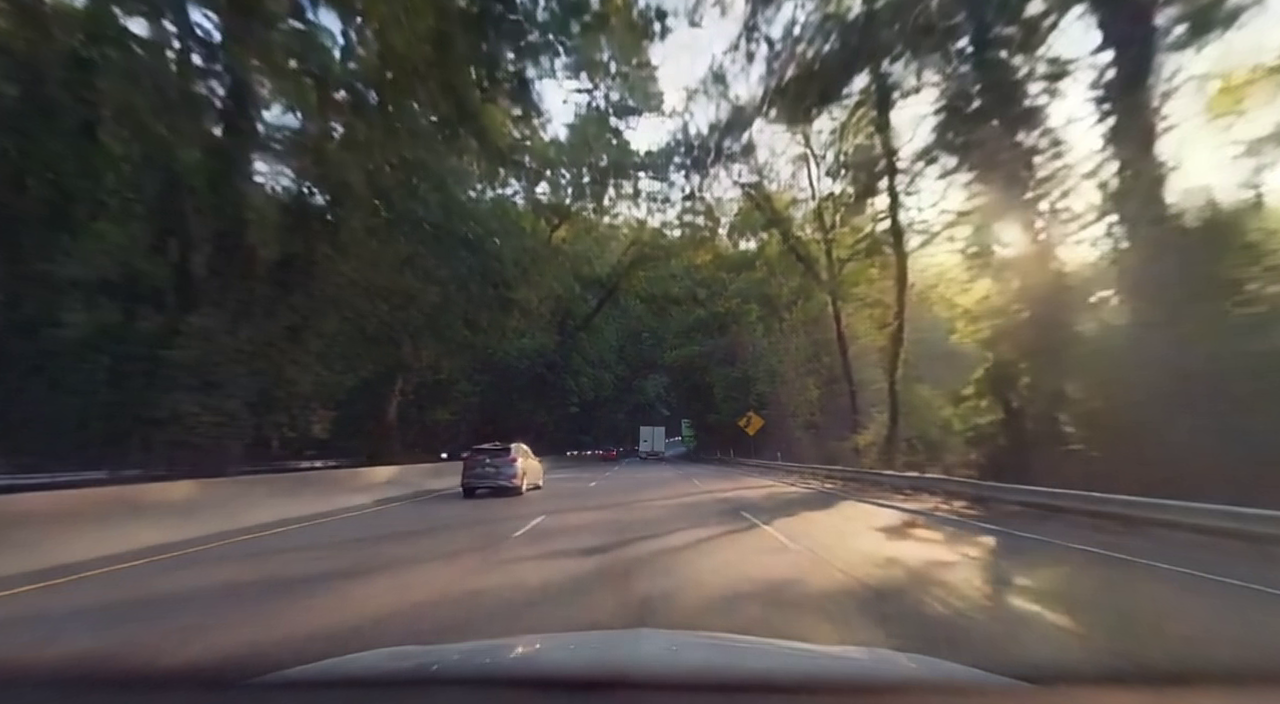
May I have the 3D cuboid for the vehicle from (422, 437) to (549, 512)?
[{"bbox_3d":[-3.684,3.005,15.925,2.057,1.618,4.212,0,-9,1],"label":"vehicle"}]
